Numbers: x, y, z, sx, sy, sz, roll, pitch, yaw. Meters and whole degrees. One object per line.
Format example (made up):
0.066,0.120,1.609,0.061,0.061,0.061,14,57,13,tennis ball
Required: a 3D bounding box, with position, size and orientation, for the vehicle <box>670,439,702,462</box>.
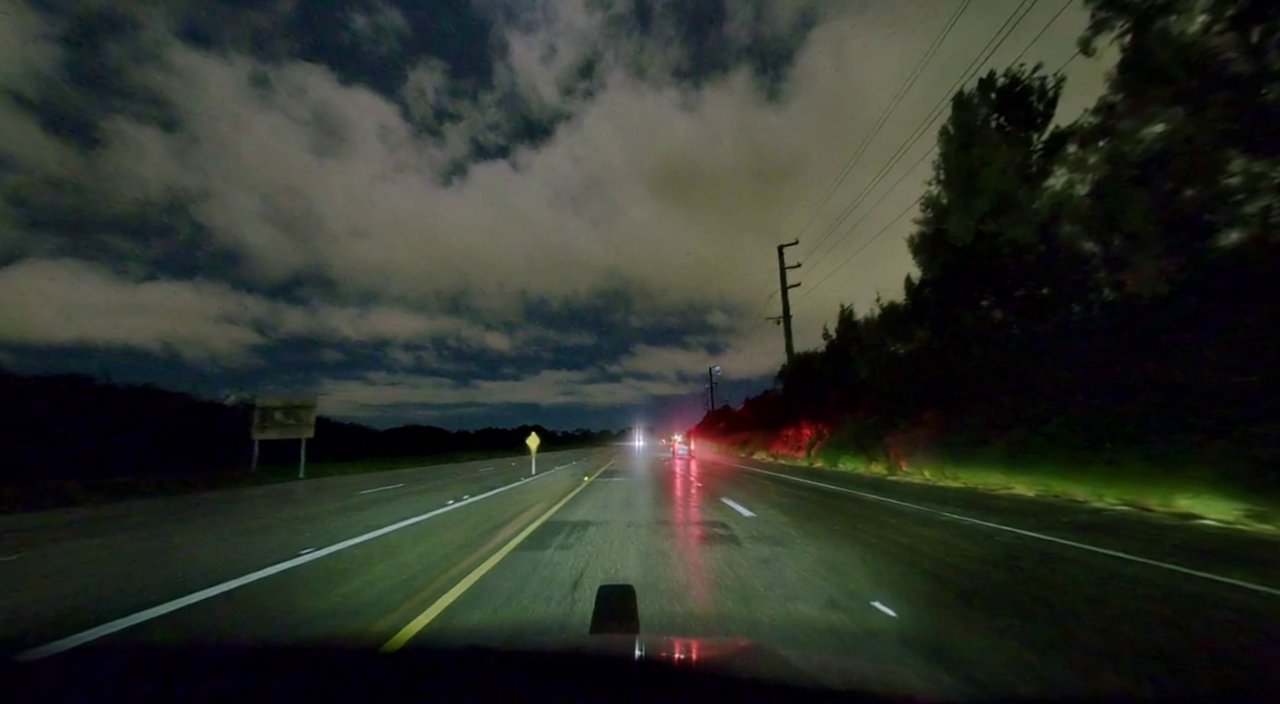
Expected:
3.325,7.204,46.281,1.977,1.581,4.428,-1,-8,0,vehicle
